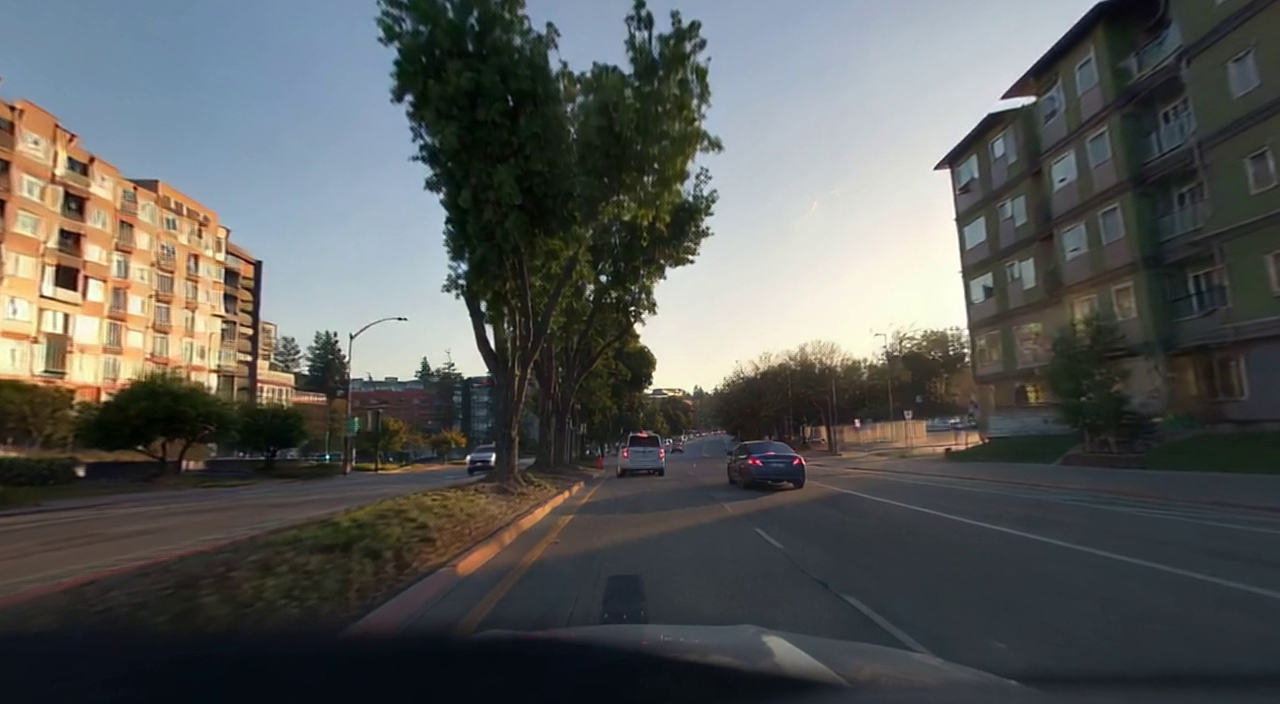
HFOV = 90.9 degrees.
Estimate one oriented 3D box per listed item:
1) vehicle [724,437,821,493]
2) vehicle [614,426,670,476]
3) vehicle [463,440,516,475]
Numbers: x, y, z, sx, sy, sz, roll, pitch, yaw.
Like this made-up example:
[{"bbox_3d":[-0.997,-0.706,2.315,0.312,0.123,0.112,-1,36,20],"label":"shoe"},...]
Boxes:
[{"bbox_3d":[3.896,3.412,19.402,2.075,1.486,4.316,0,-8,0],"label":"vehicle"},{"bbox_3d":[-0.011,4.618,29.561,2.396,2.143,4.824,0,-8,-2],"label":"vehicle"},{"bbox_3d":[-8.538,6.017,36.154,1.873,1.894,4.186,-1,-8,2],"label":"vehicle"}]
